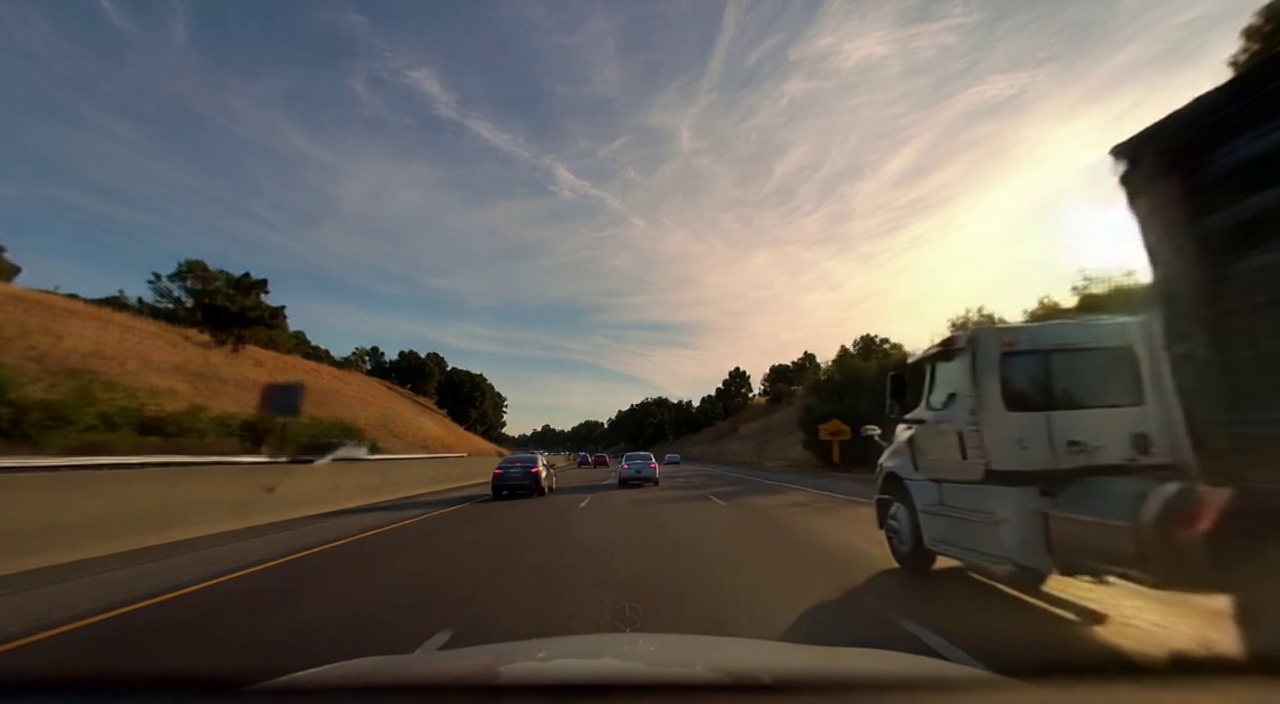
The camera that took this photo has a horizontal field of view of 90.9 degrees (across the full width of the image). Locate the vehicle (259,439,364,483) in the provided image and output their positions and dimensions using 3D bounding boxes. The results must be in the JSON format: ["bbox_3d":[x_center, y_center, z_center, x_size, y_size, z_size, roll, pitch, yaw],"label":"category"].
[{"bbox_3d":[-12.141,4.053,23.634,1.827,1.498,3.936,0,-9,0],"label":"vehicle"}]

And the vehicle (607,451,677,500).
[{"bbox_3d":[0.036,3.875,20.201,2.023,1.400,4.028,0,-9,-1],"label":"vehicle"}]

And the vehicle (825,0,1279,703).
[{"bbox_3d":[4.313,0.344,5.968,3.017,3.953,6.582,0,-9,0],"label":"vehicle"}]

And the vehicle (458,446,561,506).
[{"bbox_3d":[-3.752,3.656,19.071,2.153,1.581,4.375,0,-9,0],"label":"vehicle"}]
